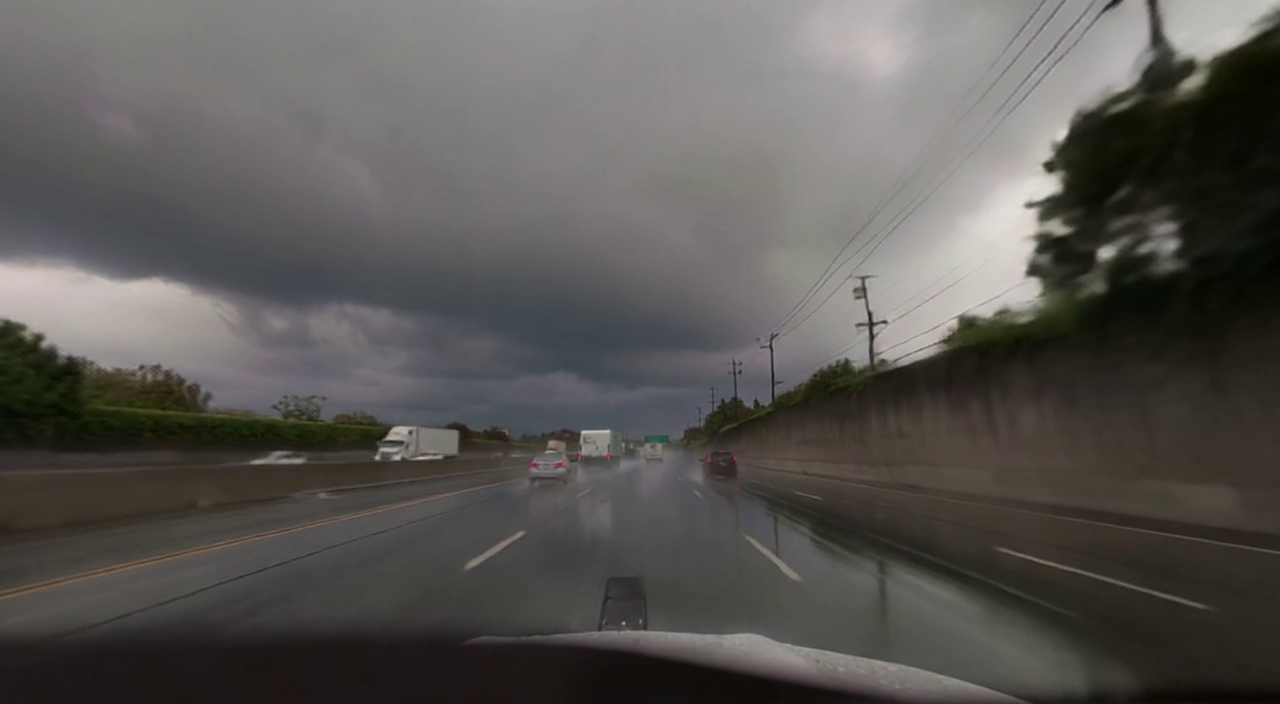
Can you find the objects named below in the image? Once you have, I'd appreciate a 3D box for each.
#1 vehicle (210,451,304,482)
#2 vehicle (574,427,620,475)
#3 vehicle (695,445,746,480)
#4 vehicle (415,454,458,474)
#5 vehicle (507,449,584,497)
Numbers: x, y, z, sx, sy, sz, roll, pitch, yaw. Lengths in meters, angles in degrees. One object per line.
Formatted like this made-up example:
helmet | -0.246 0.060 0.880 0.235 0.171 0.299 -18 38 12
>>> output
vehicle | -19.251 5.747 31.902 1.988 1.452 4.228 0 -9 2
vehicle | -2.933 7.081 45.282 2.632 3.153 6.879 0 -9 2
vehicle | 4.426 6.177 35.482 2.214 1.799 4.627 0 -9 -1
vehicle | -14.969 8.264 46.514 1.773 1.382 3.814 0 -9 2
vehicle | -3.187 4.156 22.088 2.004 1.498 4.043 0 -9 1
